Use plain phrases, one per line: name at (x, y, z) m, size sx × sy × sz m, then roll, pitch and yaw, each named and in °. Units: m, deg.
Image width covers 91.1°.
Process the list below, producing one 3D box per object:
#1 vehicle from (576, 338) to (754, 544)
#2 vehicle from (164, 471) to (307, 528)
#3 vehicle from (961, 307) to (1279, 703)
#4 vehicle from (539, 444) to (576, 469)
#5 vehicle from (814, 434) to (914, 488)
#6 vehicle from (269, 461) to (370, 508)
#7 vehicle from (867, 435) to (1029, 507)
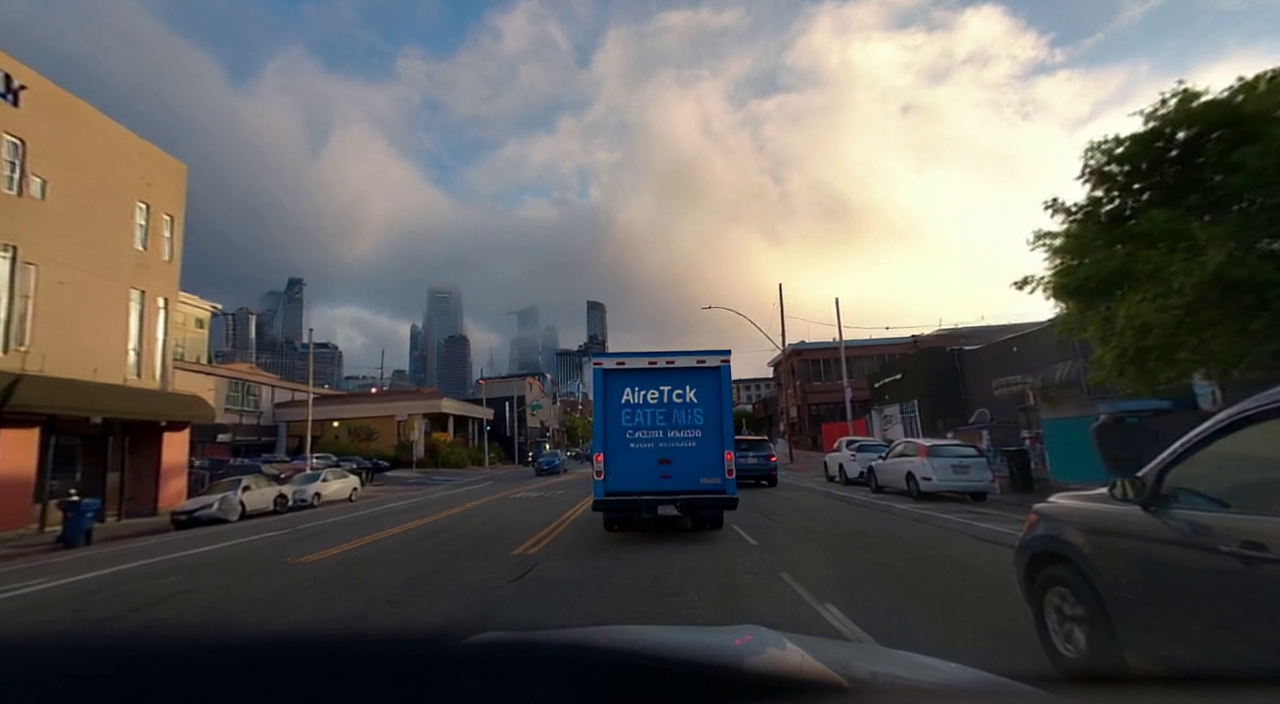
vehicle at (0.237, 1.706, 12.112) m, size 2.517 × 2.926 × 6.177 m, roll 0°, pitch -9°, yaw -2°
vehicle at (-13.464, 4.898, 21.286) m, size 1.901 × 1.508 × 4.405 m, roll 0°, pitch -8°, yaw 0°
vehicle at (3.421, 0.739, 2.355) m, size 2.104 × 1.786 × 4.498 m, roll 0°, pitch -9°, yaw 1°
vehicle at (-5.978, 7.625, 45.883) m, size 2.046 × 1.711 × 4.320 m, roll 0°, pitch -8°, yaw 1°
vehicle at (7.610, 3.731, 21.811) m, size 1.946 × 1.680 × 4.270 m, roll 0°, pitch -9°, yaw 1°
vehicle at (-13.362, 5.523, 26.491) m, size 1.943 × 1.682 × 4.365 m, roll 0°, pitch -9°, yaw 0°
vehicle at (7.551, 2.936, 15.968) m, size 1.951 × 1.548 × 4.290 m, roll 0°, pitch -9°, yaw 1°
